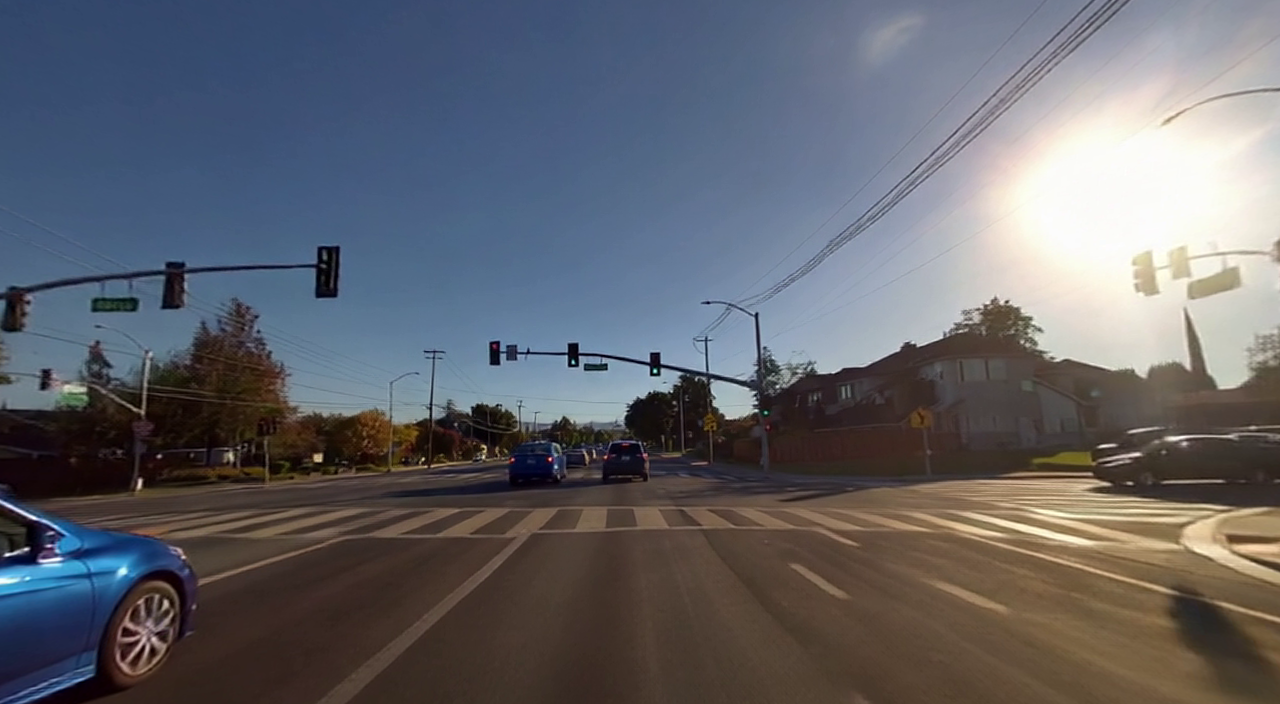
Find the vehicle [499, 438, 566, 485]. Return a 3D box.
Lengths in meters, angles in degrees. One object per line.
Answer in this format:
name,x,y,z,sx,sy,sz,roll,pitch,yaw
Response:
vehicle,-4.060,4.208,24.591,1.899,1.685,4.121,0,-8,0

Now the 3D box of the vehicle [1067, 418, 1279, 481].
vehicle,18.410,3.323,21.698,5.652,1.990,2.190,-2,-9,13

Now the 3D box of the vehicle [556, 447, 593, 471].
vehicle,-4.099,6.768,40.293,1.863,1.449,4.153,0,-8,0

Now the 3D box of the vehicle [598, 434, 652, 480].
vehicle,-0.630,4.542,27.510,2.155,1.836,4.250,0,-8,-1

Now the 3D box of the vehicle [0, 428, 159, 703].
vehicle,-3.271,0.764,0.763,1.901,1.409,4.442,0,-8,0
